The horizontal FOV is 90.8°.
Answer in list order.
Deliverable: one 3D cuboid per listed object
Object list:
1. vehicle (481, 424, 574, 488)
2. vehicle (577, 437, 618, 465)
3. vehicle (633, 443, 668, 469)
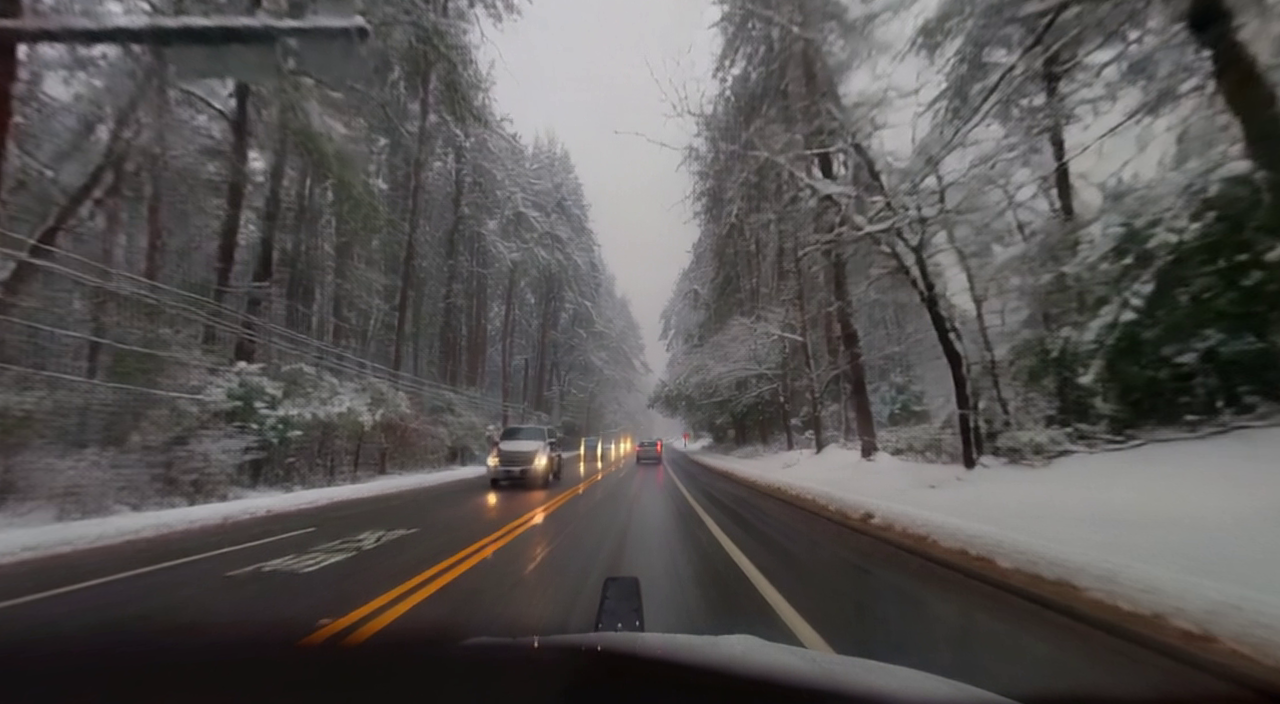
[{"bbox_3d":[-4.250,4.092,25.083,2.479,2.208,5.780,0,-9,2],"label":"vehicle"},{"bbox_3d":[-3.214,7.701,49.075,2.461,2.030,5.478,-1,-9,3],"label":"vehicle"},{"bbox_3d":[0.648,6.450,39.337,2.067,1.486,3.861,0,-9,1],"label":"vehicle"}]
